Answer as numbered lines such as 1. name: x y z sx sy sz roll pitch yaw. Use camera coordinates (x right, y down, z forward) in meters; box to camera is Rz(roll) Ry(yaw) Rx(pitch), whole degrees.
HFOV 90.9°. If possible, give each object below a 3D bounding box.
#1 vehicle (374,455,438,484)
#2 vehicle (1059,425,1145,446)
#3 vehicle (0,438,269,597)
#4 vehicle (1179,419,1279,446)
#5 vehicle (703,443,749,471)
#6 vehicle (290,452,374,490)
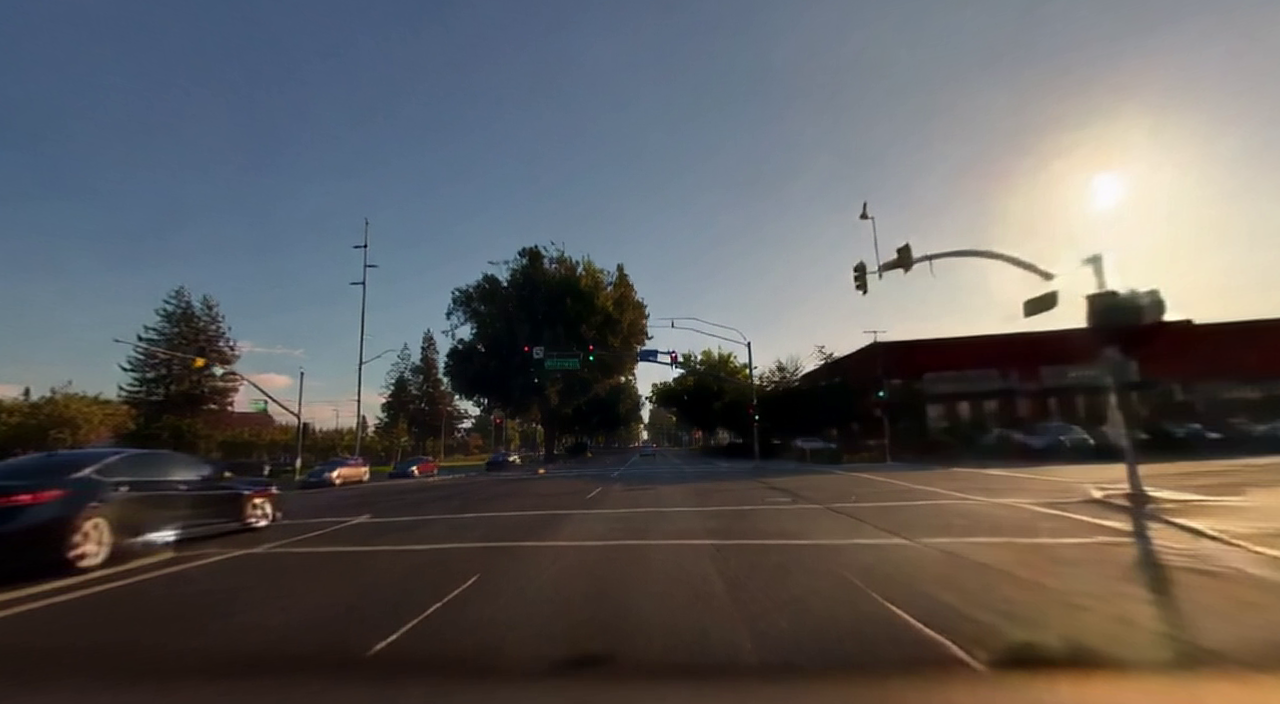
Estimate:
1. vehicle: -13.158 6.591 35.723 1.847 1.424 4.521 -1 -8 1
2. vehicle: 33.223 6.051 45.433 4.540 1.446 1.919 -1 -8 5
3. vehicle: -7.899 2.110 9.118 2.231 1.650 5.052 0 -8 -4
4. vehicle: 33.814 4.687 36.344 1.753 1.399 4.538 -1 -8 5
5. vehicle: 4.655 5.752 34.766 1.913 1.463 4.198 0 -8 -1
6. vehicle: -16.653 6.423 34.428 2.072 1.862 4.948 0 -8 0
